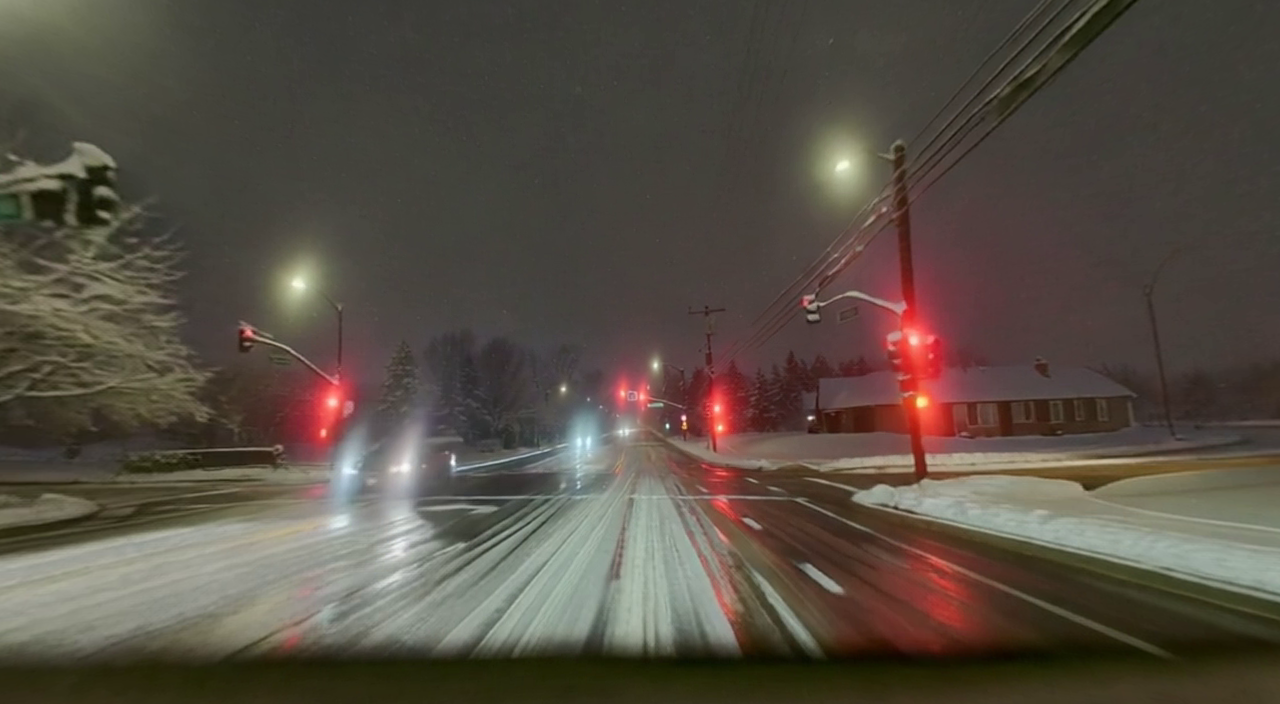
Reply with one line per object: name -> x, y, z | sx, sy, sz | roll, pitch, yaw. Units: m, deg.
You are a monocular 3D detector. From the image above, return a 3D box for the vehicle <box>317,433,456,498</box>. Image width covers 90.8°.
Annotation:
vehicle -> -7.707, 3.492, 19.913 | 2.262, 1.761, 4.966 | 0, -8, 1
